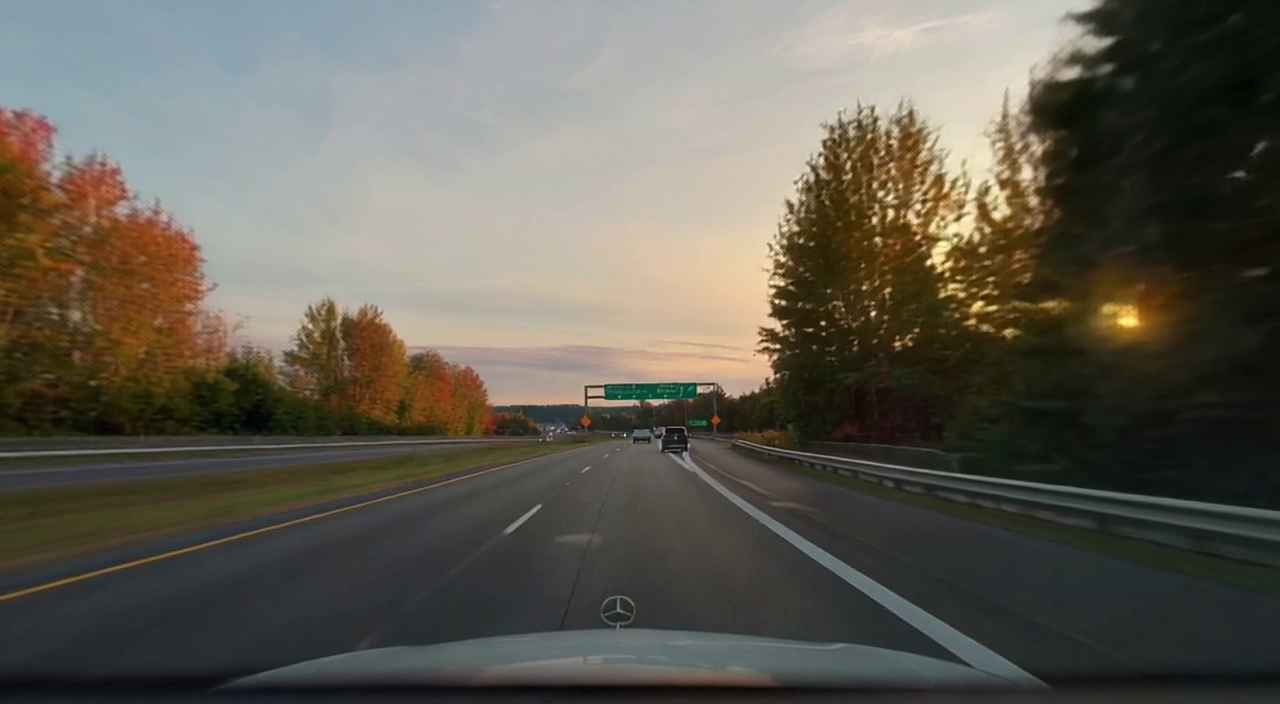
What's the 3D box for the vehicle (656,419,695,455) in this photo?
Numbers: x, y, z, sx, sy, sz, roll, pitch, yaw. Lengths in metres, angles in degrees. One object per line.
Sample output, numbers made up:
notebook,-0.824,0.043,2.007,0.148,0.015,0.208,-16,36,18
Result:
vehicle,2.361,5.839,43.408,2.450,2.314,4.753,0,-8,1
